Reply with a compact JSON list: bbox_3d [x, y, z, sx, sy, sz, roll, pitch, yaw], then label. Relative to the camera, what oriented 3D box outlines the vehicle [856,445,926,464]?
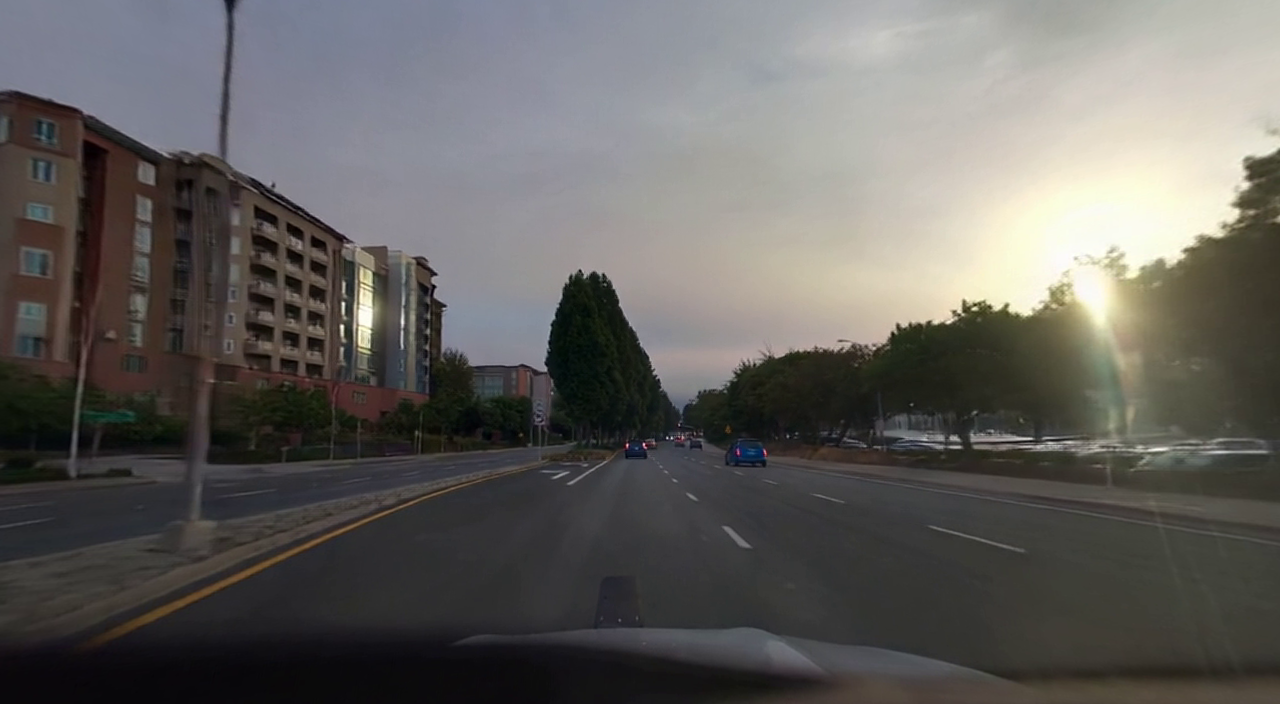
[{"bbox_3d":[19.733,8.080,49.634,4.653,1.438,1.939,0,-9,-2],"label":"vehicle"}]

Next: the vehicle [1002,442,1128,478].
[{"bbox_3d":[20.041,5.115,29.833,4.485,1.608,1.955,0,-9,0],"label":"vehicle"}]

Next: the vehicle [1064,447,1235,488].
[{"bbox_3d":[19.058,4.327,23.723,4.683,1.462,1.995,0,-9,1],"label":"vehicle"}]

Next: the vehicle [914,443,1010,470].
[{"bbox_3d":[19.163,6.223,37.632,4.644,1.552,1.980,0,-9,4],"label":"vehicle"}]

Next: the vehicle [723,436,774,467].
[{"bbox_3d":[6.581,6.126,38.789,2.136,1.799,4.796,0,-9,-2],"label":"vehicle"}]
